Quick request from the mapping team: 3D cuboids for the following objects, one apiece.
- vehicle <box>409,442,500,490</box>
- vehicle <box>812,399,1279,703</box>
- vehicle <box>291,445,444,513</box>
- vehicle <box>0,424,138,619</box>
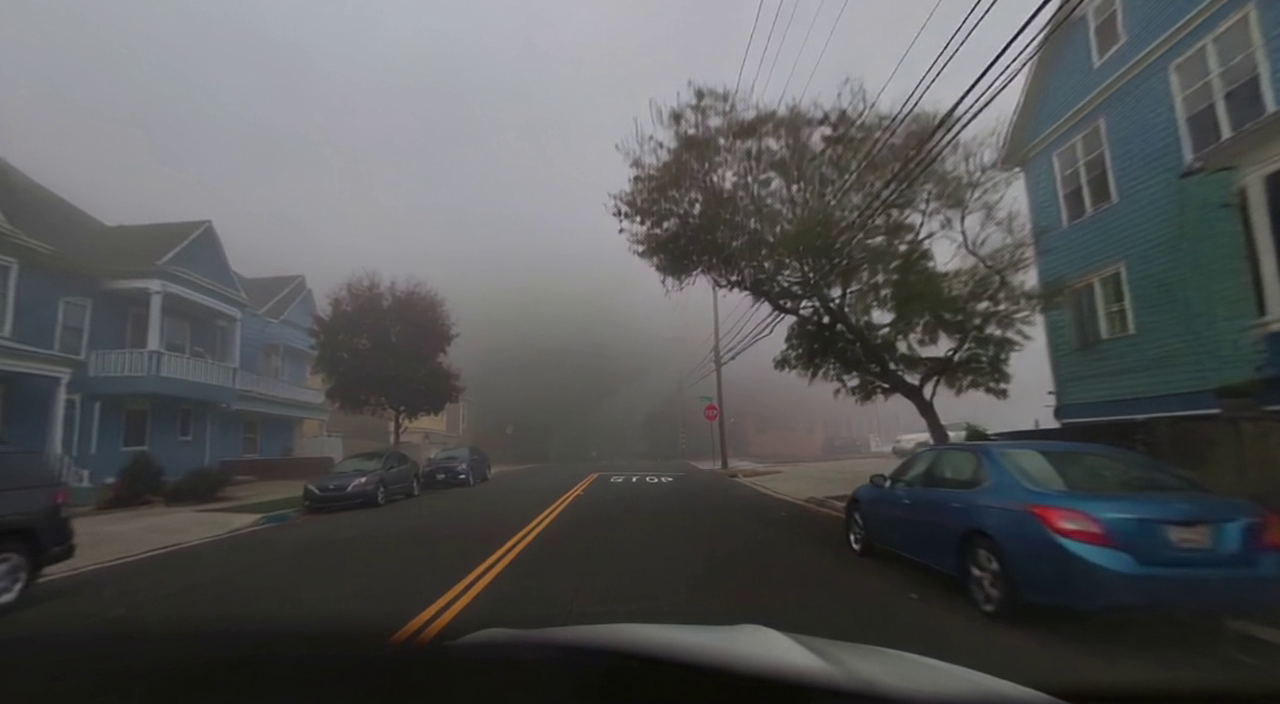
[{"bbox_3d":[-6.698,4.133,23.302,2.026,1.560,4.062,-1,-8,1],"label":"vehicle"},{"bbox_3d":[3.334,1.397,5.860,1.963,1.536,5.446,0,-8,0],"label":"vehicle"},{"bbox_3d":[-6.870,3.213,16.564,2.056,1.481,4.451,0,-8,0],"label":"vehicle"},{"bbox_3d":[-6.584,1.381,4.752,1.896,1.703,4.586,0,-8,-1],"label":"vehicle"}]
